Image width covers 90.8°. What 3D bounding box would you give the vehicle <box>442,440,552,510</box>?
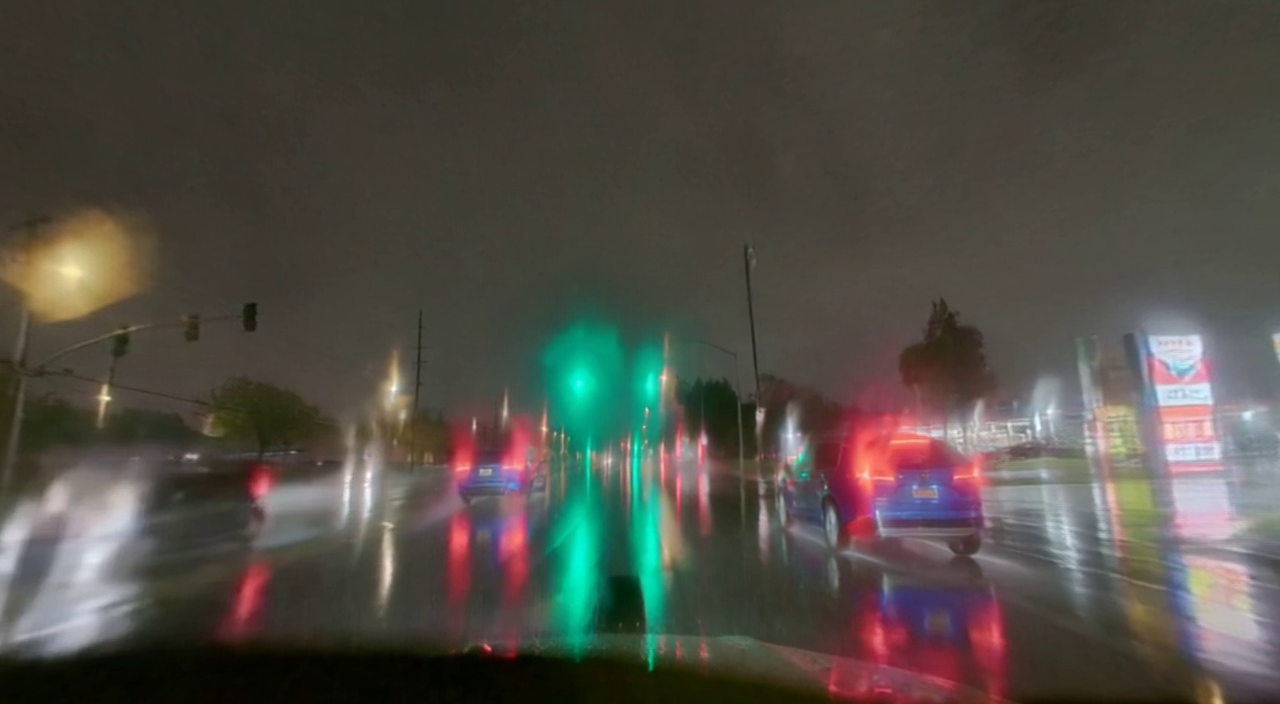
[{"bbox_3d":[-3.647,3.206,16.915,1.935,1.617,4.045,0,-9,1],"label":"vehicle"}]

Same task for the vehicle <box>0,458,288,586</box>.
[{"bbox_3d":[-8.056,2.543,10.299,2.056,1.519,4.383,0,-8,1],"label":"vehicle"}]

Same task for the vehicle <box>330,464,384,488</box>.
[{"bbox_3d":[-20.736,9.062,46.439,1.849,1.497,4.444,0,-9,0],"label":"vehicle"}]

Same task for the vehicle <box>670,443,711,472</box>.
[{"bbox_3d":[3.119,6.638,39.922,2.066,1.699,4.419,0,-9,-2],"label":"vehicle"}]

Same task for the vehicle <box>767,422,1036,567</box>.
[{"bbox_3d":[3.508,1.992,9.645,2.085,1.655,4.459,0,-9,-1],"label":"vehicle"}]
